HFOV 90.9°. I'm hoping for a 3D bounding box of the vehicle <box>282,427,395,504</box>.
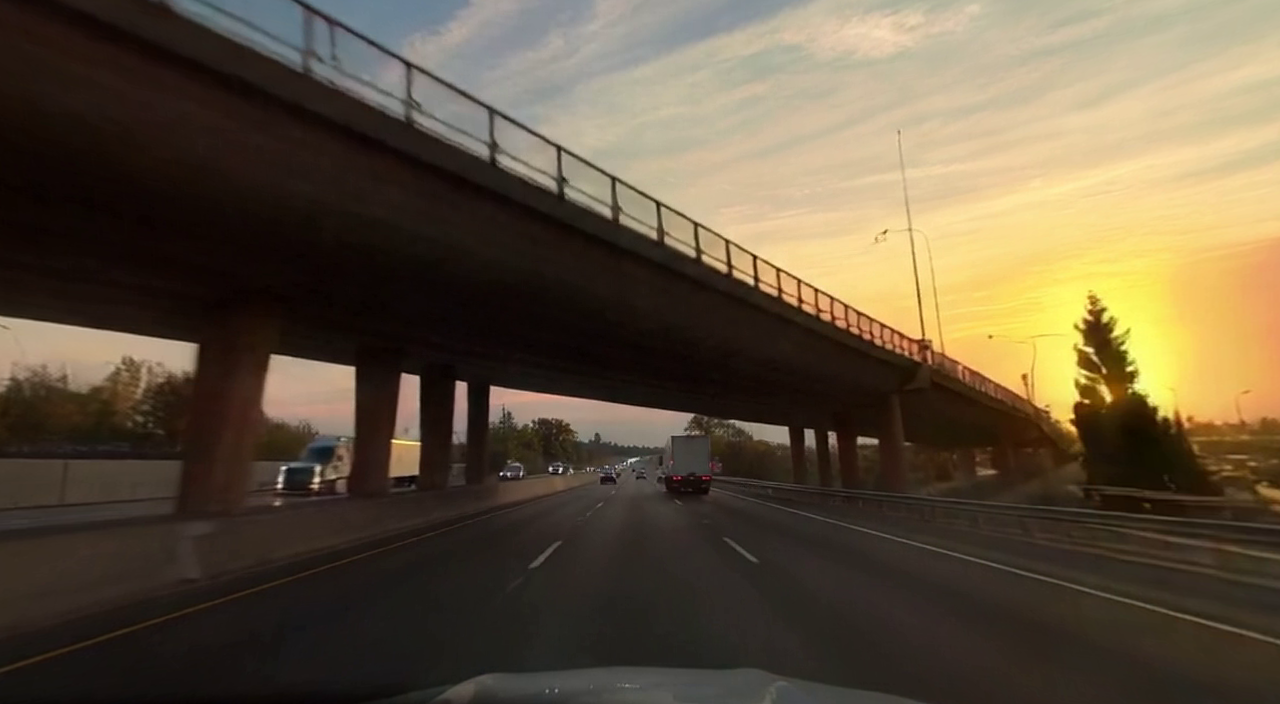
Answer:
[{"bbox_3d":[-19.393,7.467,41.341,3.253,4.467,7.826,1,-10,1],"label":"vehicle"}]
